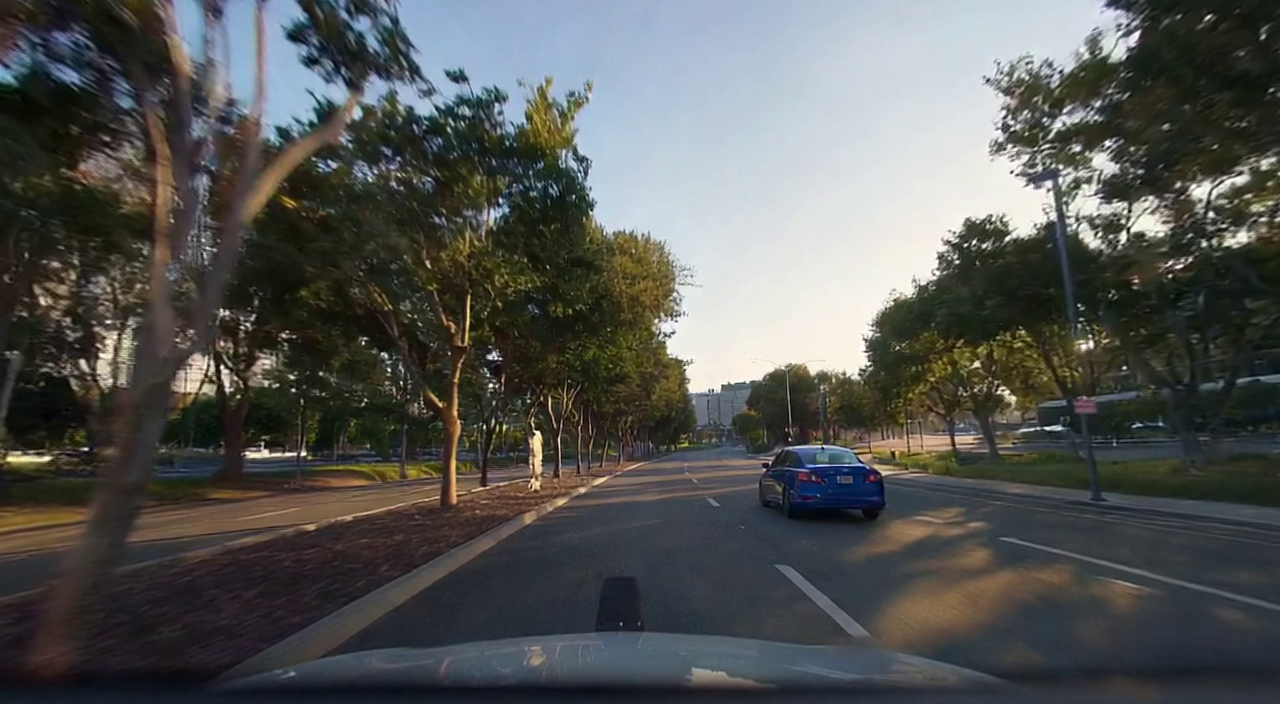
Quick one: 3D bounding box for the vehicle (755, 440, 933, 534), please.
[{"bbox_3d":[3.675,2.502,12.378,1.928,1.481,4.453,0,-9,-1],"label":"vehicle"}]
